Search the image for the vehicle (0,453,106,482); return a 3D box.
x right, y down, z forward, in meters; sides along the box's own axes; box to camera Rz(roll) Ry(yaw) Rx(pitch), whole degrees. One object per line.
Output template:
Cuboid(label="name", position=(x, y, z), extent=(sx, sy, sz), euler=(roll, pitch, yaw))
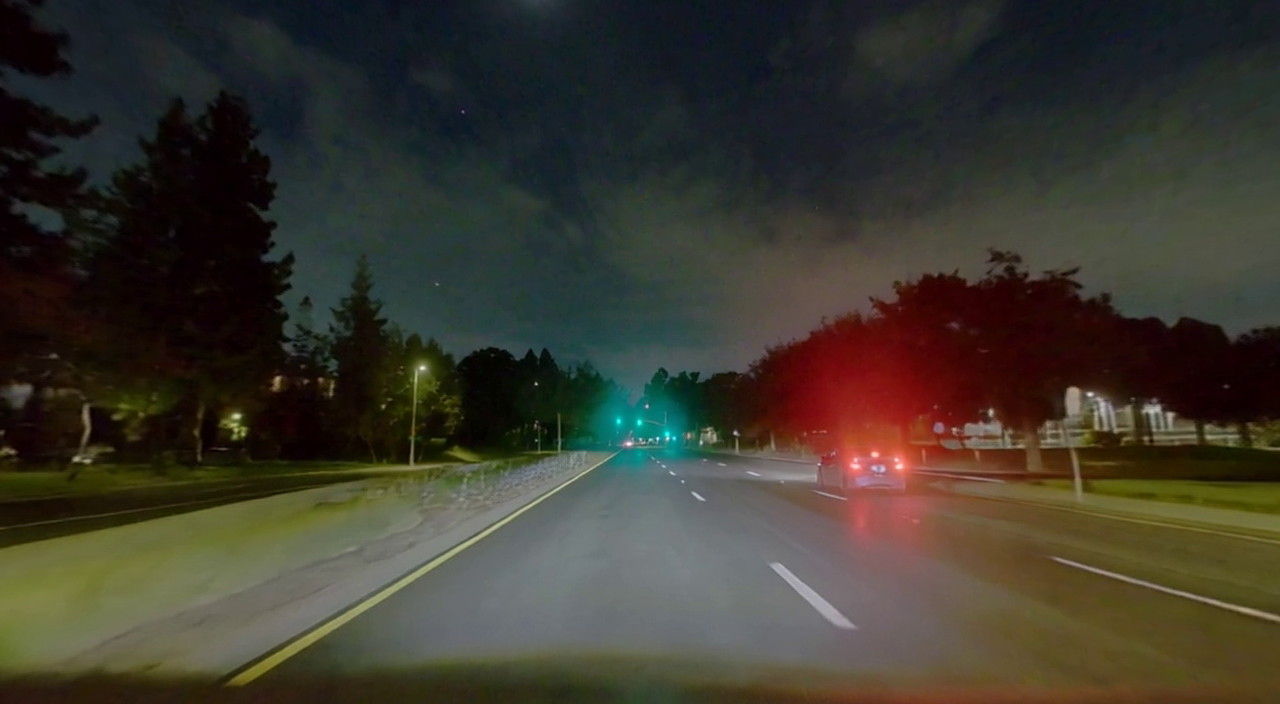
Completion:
Cuboid(label="vehicle", position=(-31.849, 6.218, 33.991), extent=(4.210, 1.442, 1.867), euler=(0, -9, 0))

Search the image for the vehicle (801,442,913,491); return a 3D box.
Cuboid(label="vehicle", position=(7.026, 3.749, 21.001), extent=(2.054, 1.421, 4.487), euler=(0, -8, -1))
